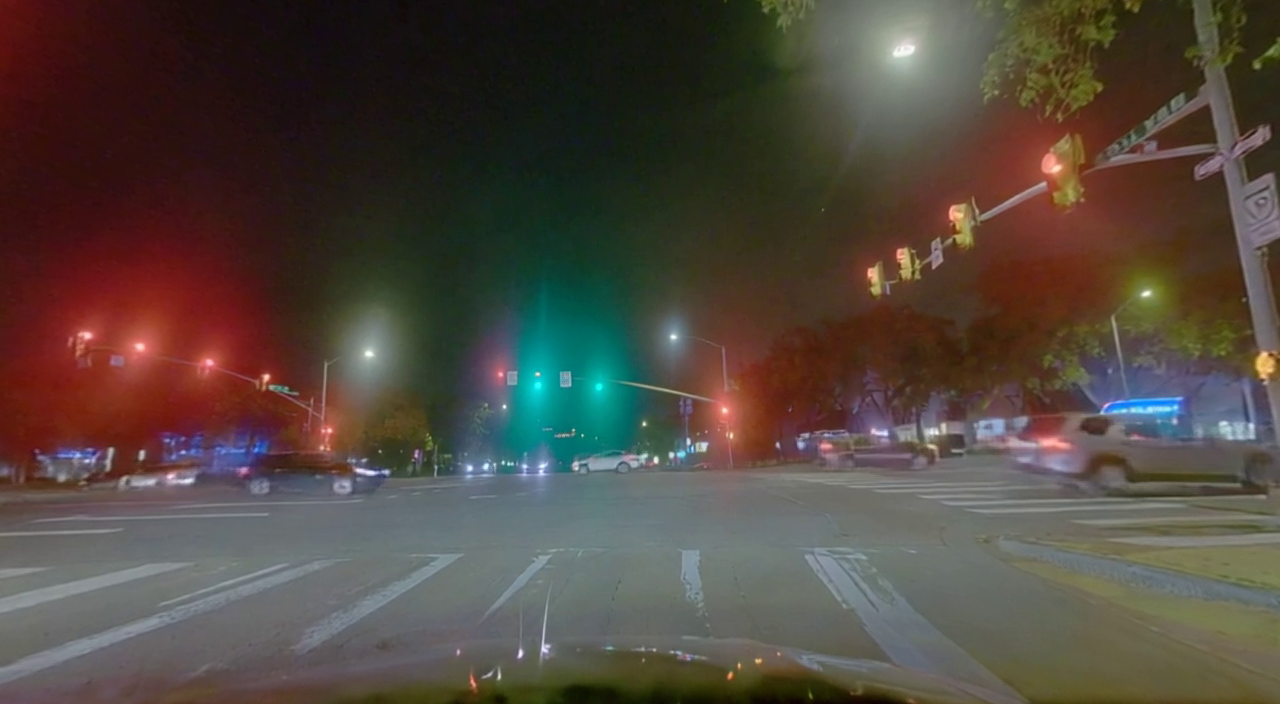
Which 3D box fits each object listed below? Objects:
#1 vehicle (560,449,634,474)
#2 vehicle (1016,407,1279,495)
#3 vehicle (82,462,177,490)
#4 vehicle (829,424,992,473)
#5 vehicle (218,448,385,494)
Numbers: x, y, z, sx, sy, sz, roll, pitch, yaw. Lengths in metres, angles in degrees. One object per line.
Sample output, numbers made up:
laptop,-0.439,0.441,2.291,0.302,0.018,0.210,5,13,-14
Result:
vehicle,-2.683,6.873,39.722,4.377,1.491,1.734,-1,-9,6
vehicle,10.226,1.887,12.018,4.808,1.517,1.806,-1,-9,6
vehicle,-31.357,7.590,38.762,4.397,1.582,1.820,-1,-9,6
vehicle,8.480,3.077,20.120,4.360,1.460,1.834,-1,-9,6
vehicle,-11.408,4.013,21.416,4.650,1.448,1.892,-1,-9,7
